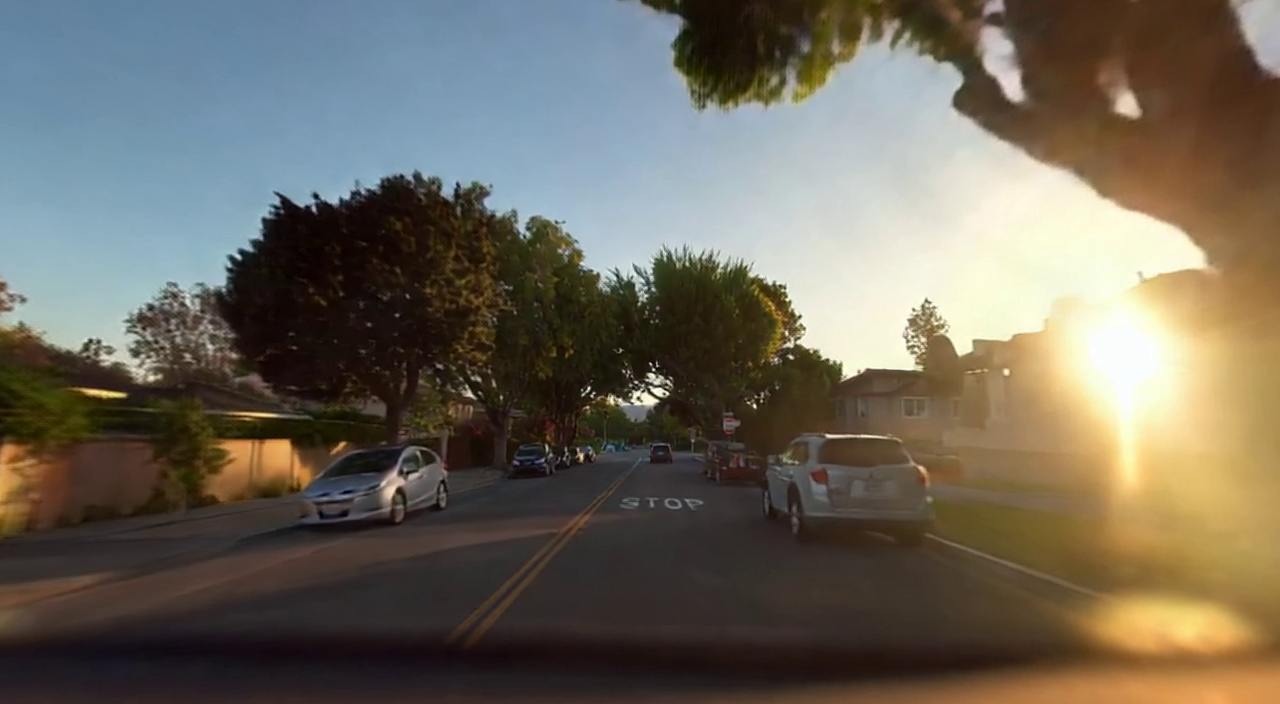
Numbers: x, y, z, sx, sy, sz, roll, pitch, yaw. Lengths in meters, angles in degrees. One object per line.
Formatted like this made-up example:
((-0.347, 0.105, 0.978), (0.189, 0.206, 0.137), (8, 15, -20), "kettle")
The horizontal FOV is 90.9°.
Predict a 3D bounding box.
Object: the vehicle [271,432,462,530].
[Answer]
((-5.495, 2.598, 13.456), (2.007, 1.709, 4.502), (0, -8, 0), "vehicle")

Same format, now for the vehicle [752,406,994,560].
((3.213, 1.906, 10.045), (2.117, 1.807, 4.964), (0, -8, 2), "vehicle")

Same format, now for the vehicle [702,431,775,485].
((3.585, 3.962, 23.881), (1.970, 1.801, 4.721), (0, -8, -1), "vehicle")

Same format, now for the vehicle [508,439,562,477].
((-4.937, 5.006, 30.186), (1.955, 1.659, 4.324), (1, -8, -2), "vehicle")

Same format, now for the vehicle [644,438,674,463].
((1.401, 7.290, 46.921), (2.172, 1.722, 4.201), (0, -8, 1), "vehicle")
